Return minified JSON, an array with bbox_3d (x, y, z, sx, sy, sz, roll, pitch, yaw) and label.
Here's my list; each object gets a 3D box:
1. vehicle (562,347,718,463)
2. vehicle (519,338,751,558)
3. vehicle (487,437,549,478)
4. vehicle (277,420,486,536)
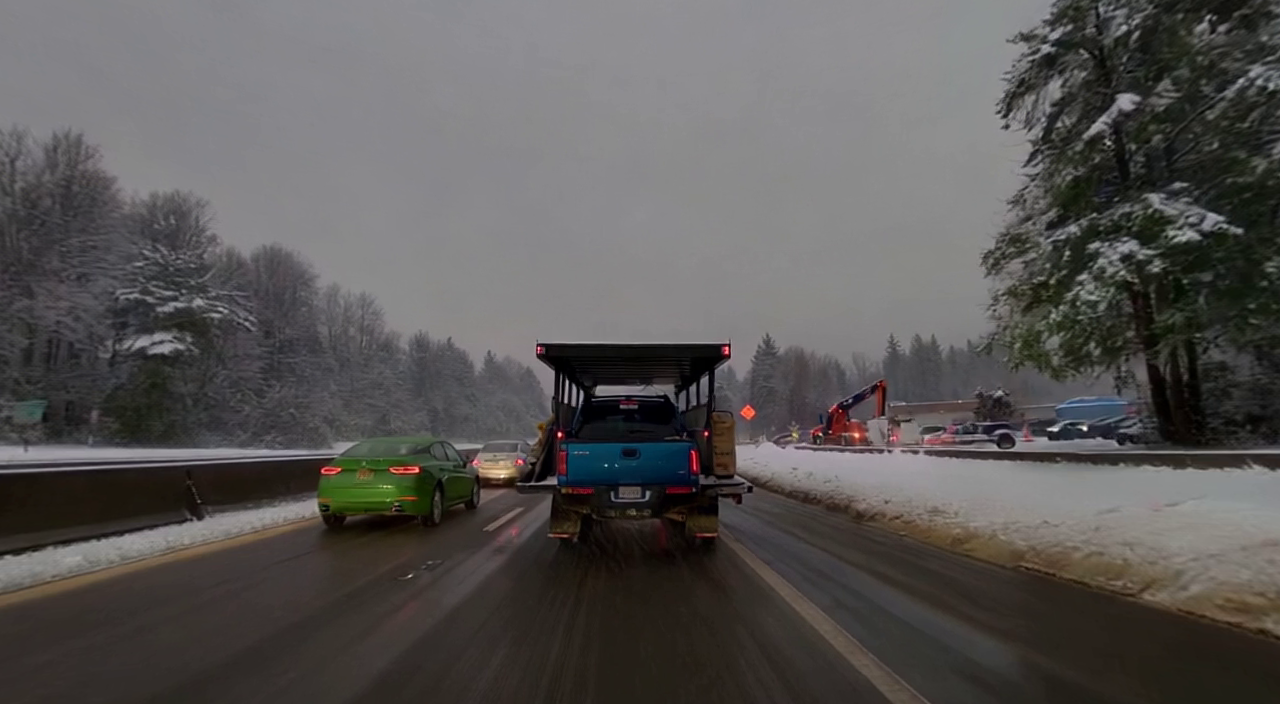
[{"bbox_3d":[-0.141,1.080,11.134,2.156,1.604,4.680,1,-9,-4],"label":"vehicle"},{"bbox_3d":[-0.320,1.895,12.768,2.735,2.597,10.435,0,-9,-3],"label":"vehicle"},{"bbox_3d":[-5.297,4.639,27.967,2.124,1.651,4.096,0,-9,-3],"label":"vehicle"},{"bbox_3d":[-4.340,2.183,11.578,2.057,1.665,4.572,0,-9,-3],"label":"vehicle"}]
